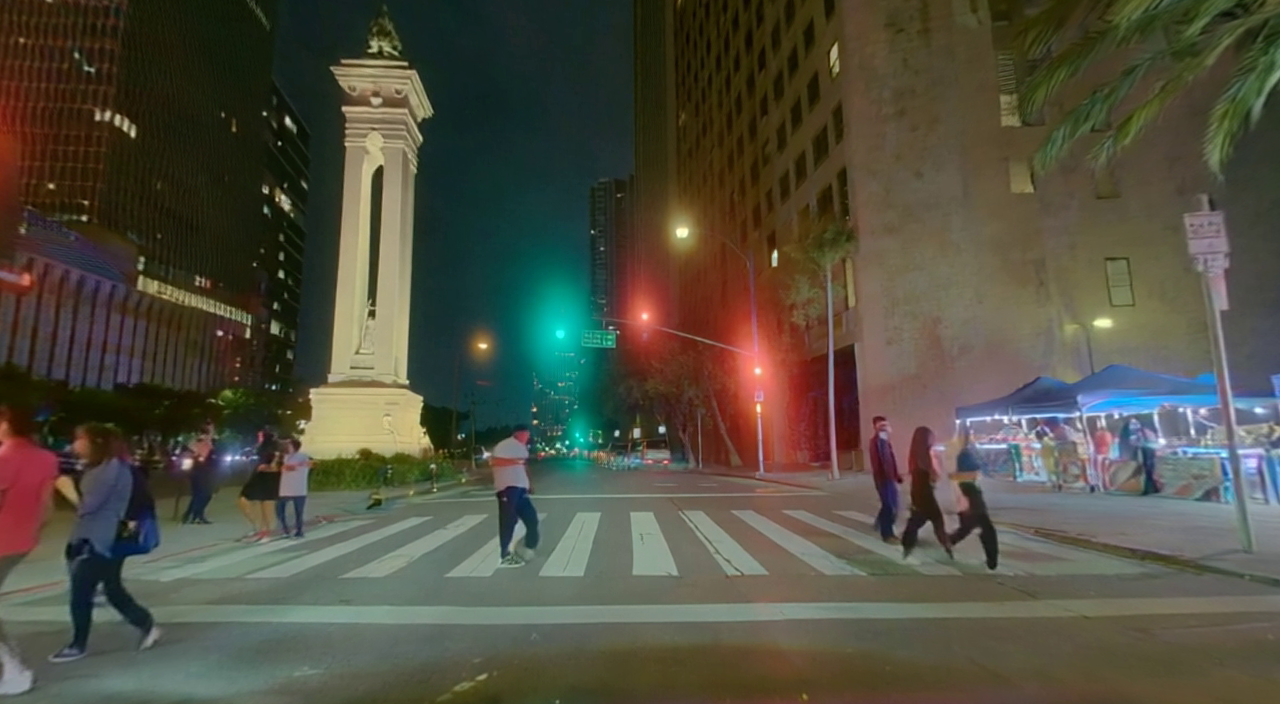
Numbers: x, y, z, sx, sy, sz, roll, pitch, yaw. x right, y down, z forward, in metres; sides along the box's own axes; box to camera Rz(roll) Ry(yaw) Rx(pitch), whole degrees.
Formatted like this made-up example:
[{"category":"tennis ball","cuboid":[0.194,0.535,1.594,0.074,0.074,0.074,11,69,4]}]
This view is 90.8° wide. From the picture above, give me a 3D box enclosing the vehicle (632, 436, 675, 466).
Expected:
[{"category":"vehicle","cuboid":[0.904,7.288,46.662,2.322,2.071,5.366,1,-9,-9]}]
